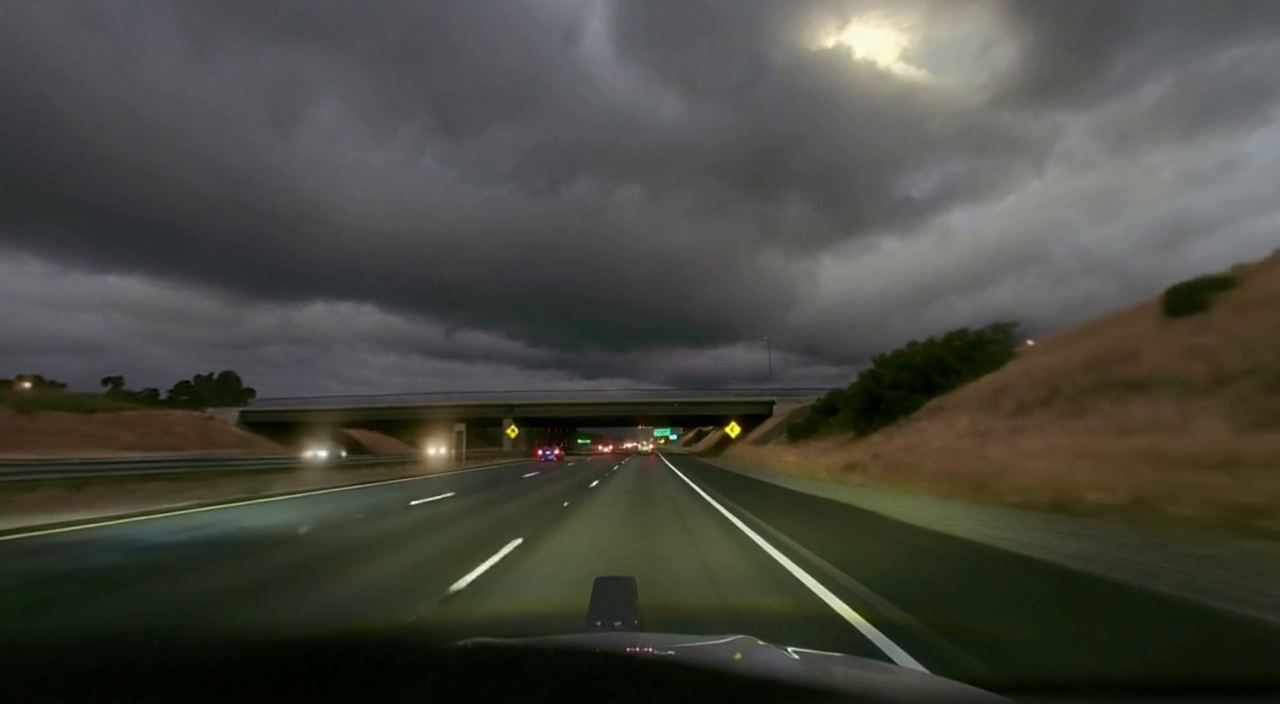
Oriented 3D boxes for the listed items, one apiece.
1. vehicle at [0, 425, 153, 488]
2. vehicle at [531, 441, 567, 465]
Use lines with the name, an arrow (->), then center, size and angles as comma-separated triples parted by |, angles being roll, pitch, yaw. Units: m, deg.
vehicle -> -35.980, 6.250, 37.909 | 2.813, 3.385, 13.135 | 0, -9, 0
vehicle -> -7.061, 7.889, 49.342 | 2.070, 1.738, 4.733 | 0, -9, 0
